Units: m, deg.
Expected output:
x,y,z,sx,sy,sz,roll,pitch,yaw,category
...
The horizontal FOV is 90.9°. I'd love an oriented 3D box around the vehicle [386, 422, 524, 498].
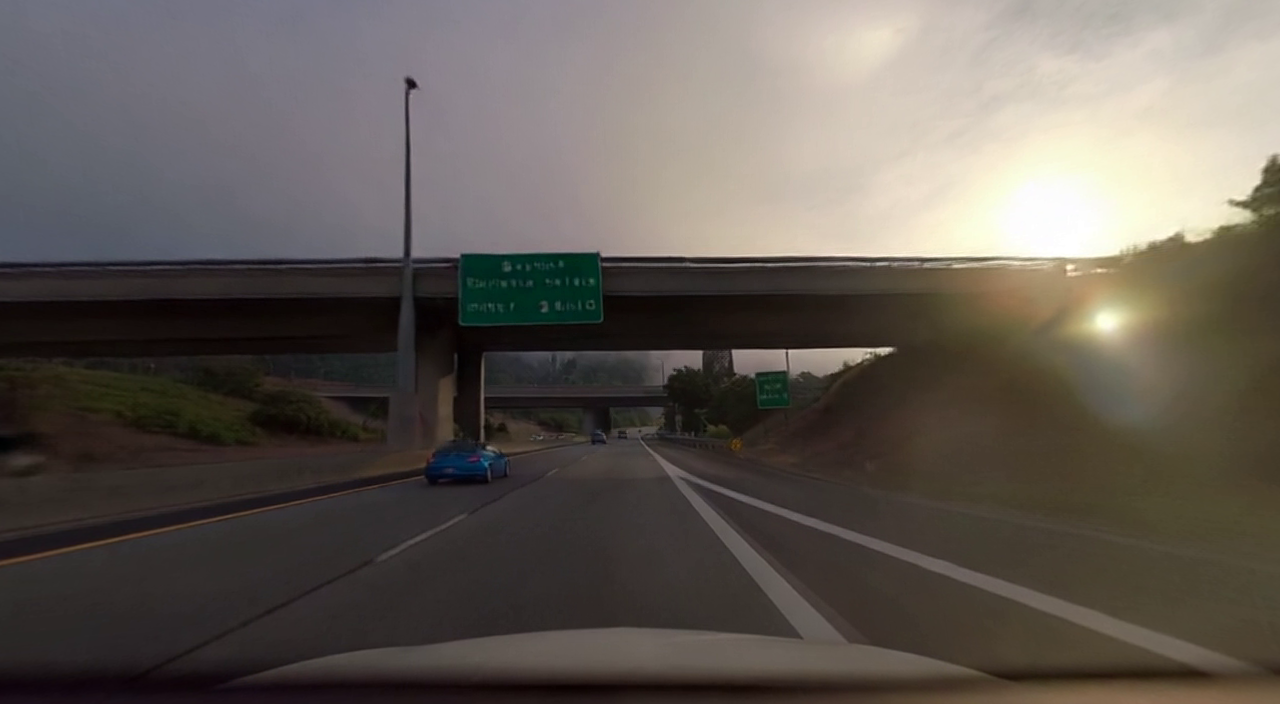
x,y,z,sx,sy,sz,roll,pitch,yaw,category
-4.431,2.632,15.939,2.086,1.624,4.607,0,-8,0,vehicle
